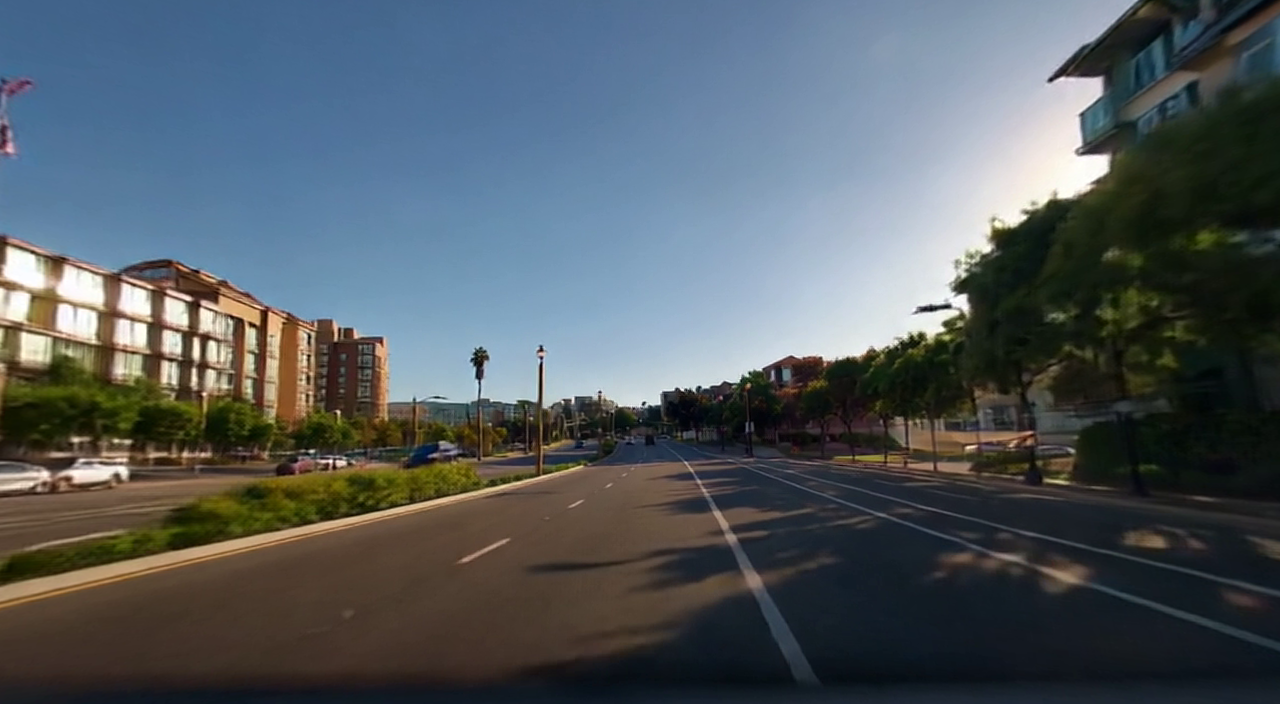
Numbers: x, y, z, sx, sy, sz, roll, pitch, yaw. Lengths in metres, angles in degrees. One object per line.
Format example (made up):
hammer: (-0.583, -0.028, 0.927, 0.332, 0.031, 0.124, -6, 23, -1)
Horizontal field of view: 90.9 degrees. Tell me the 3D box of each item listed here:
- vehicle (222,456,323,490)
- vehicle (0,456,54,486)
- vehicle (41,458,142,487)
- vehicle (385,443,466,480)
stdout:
vehicle: (-18.195, 5.979, 31.493, 1.918, 1.498, 4.741, -1, -8, 4)
vehicle: (-40.537, 7.551, 40.036, 4.668, 1.773, 1.928, 0, -8, 2)
vehicle: (-34.480, 7.579, 39.691, 4.463, 1.688, 2.078, 0, -8, 2)
vehicle: (-12.513, 6.407, 37.282, 2.237, 1.957, 5.836, -1, -8, 6)
